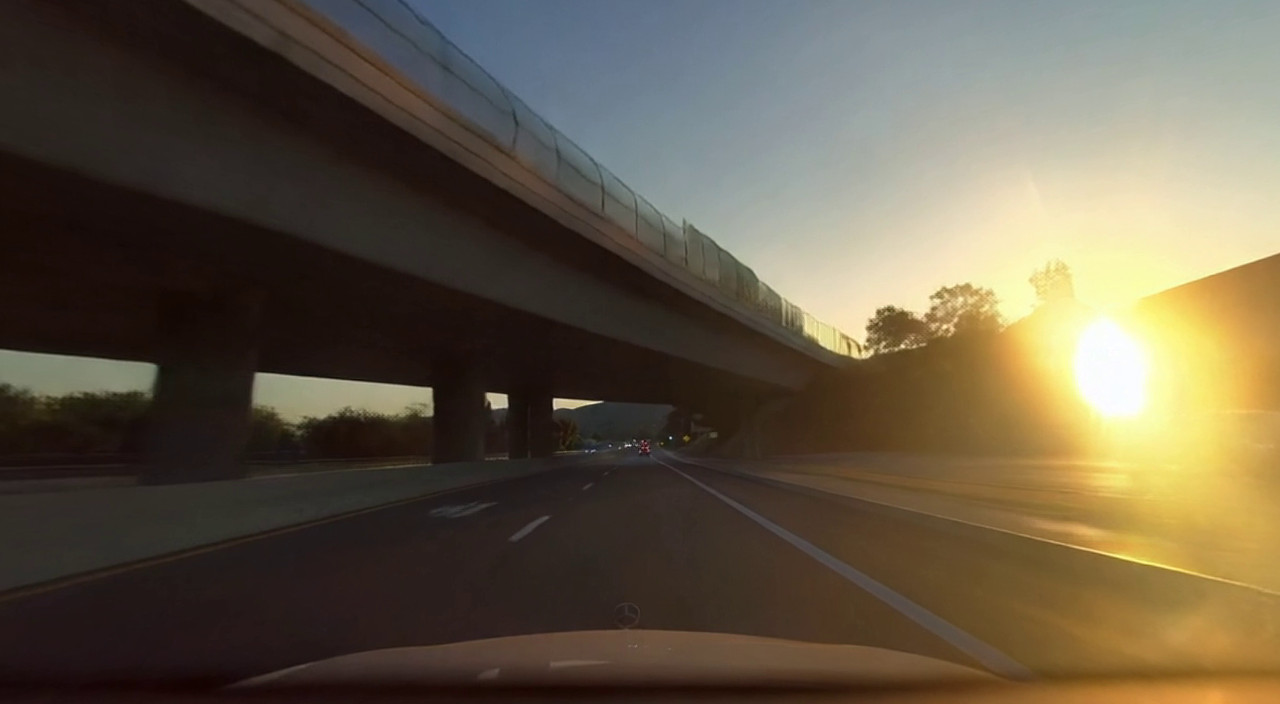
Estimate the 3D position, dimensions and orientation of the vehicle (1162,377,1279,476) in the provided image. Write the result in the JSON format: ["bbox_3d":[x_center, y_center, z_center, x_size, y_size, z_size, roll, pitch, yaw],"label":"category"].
[{"bbox_3d":[28.467,2.796,24.417,2.939,4.075,14.109,1,-9,-8],"label":"vehicle"}]
